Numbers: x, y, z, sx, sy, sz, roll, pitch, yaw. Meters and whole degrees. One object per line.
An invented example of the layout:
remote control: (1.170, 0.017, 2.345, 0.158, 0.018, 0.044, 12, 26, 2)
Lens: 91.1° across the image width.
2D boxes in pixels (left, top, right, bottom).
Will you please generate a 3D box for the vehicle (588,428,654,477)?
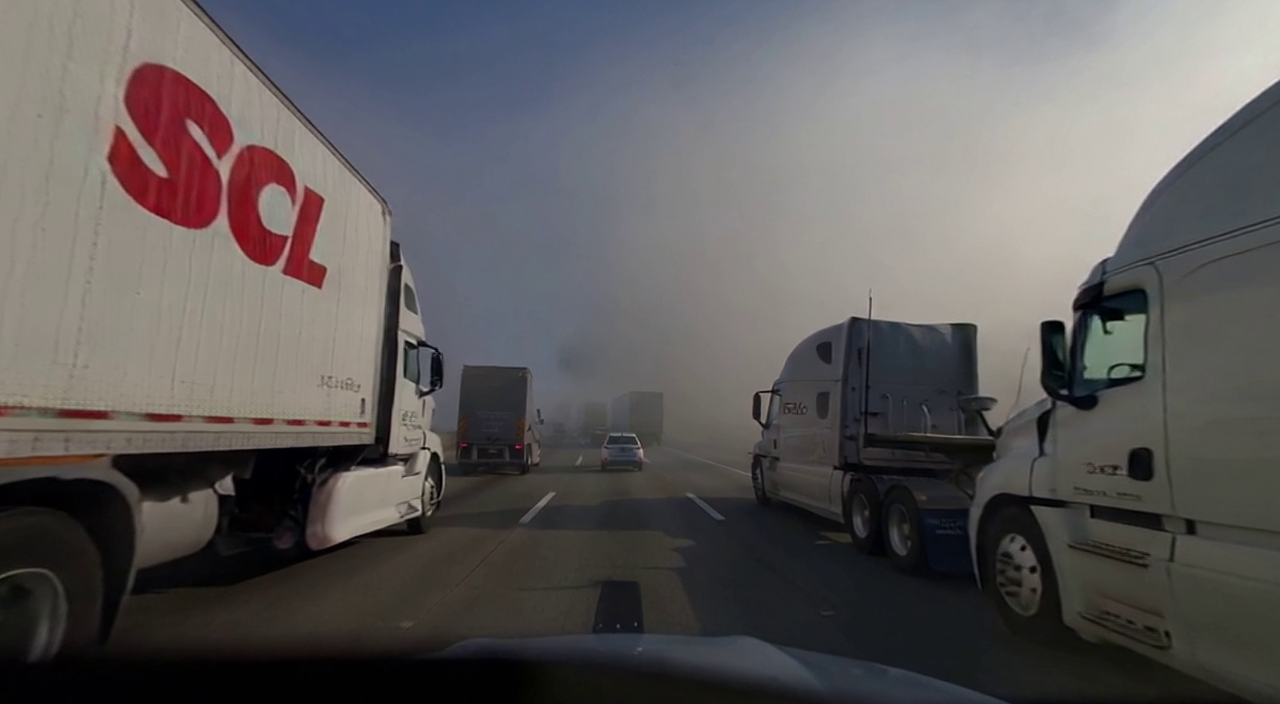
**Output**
vehicle: (-0.789, 3.527, 22.370, 2.060, 1.540, 4.374, 1, -8, -5)

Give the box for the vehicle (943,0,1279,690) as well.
vehicle: (5.261, -0.166, 3.379, 2.992, 3.986, 5.841, 3, -8, -21)

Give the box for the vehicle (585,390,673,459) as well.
vehicle: (-1.258, 5.321, 45.137, 2.899, 4.112, 13.912, 2, -8, -15)

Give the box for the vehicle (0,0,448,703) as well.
vehicle: (-3.777, -0.010, 3.597, 2.822, 3.788, 8.799, 0, -8, -2)
